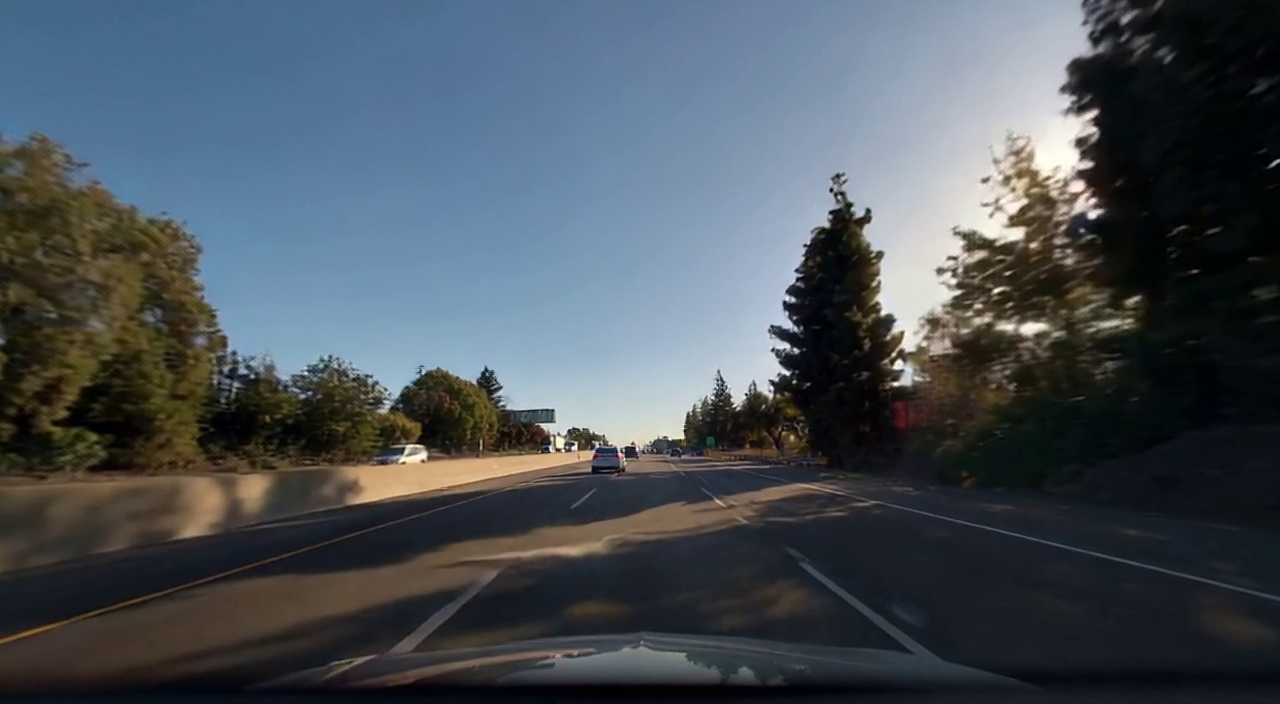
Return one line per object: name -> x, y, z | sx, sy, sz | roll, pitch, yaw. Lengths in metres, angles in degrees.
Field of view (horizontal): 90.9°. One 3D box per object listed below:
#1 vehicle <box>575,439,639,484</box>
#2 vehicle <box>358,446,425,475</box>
vehicle -> -1.234, 4.430, 25.730 | 2.231, 1.652, 4.503 | 0, -9, 2
vehicle -> -15.234, 6.672, 38.965 | 2.181, 1.678, 4.625 | 0, -9, 1
